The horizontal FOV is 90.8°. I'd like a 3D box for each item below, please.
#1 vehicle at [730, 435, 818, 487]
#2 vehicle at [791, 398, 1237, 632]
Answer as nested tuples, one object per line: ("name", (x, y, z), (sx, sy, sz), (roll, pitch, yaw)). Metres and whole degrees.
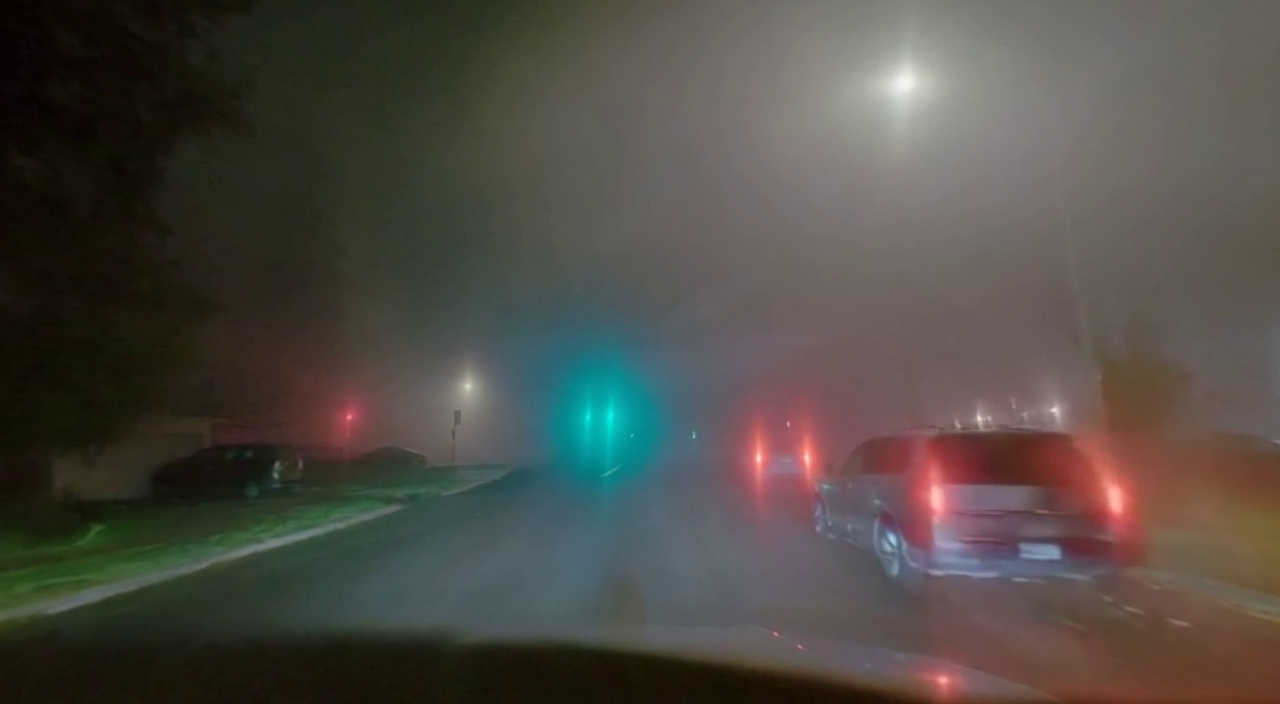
("vehicle", (4.259, 3.531, 20.879), (2.065, 1.478, 4.828), (-1, -8, 3))
("vehicle", (3.123, 1.459, 6.696), (2.037, 1.595, 4.536), (-1, -8, 2))
